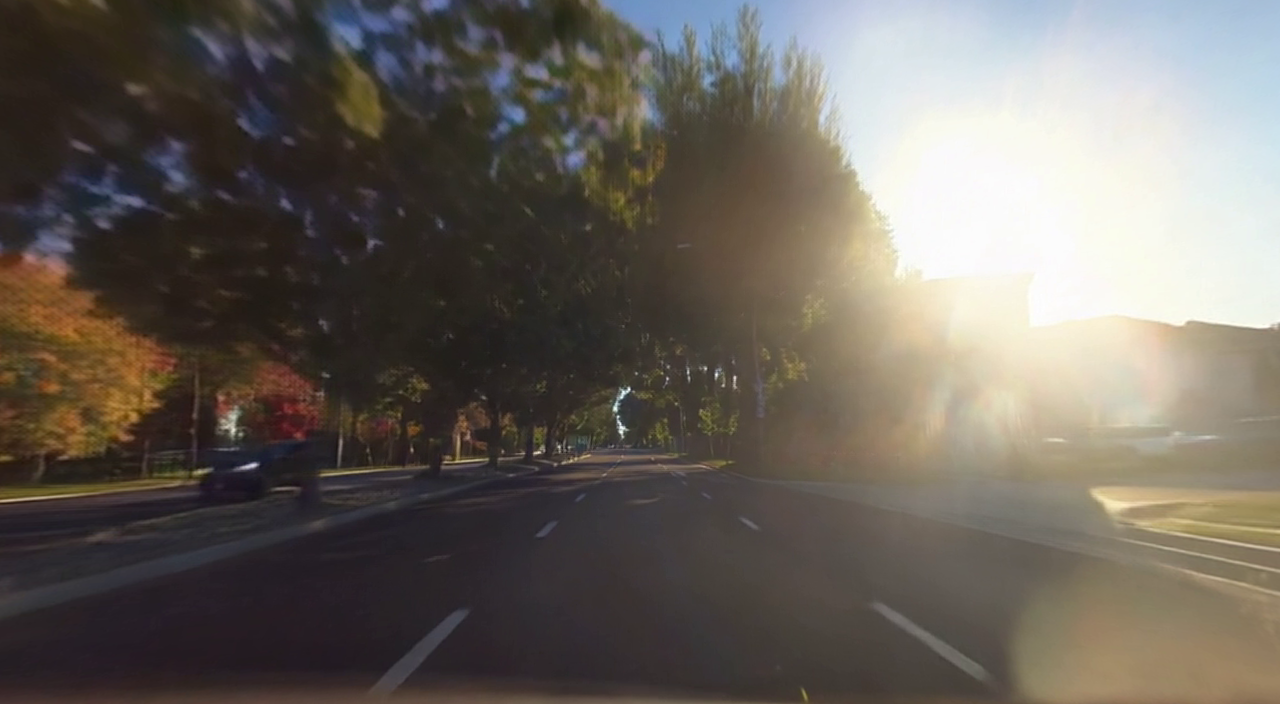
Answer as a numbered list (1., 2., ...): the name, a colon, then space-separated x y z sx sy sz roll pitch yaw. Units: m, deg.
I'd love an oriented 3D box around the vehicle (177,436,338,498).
1. vehicle: -11.491 3.451 19.463 2.070 1.669 4.576 0 -8 0
